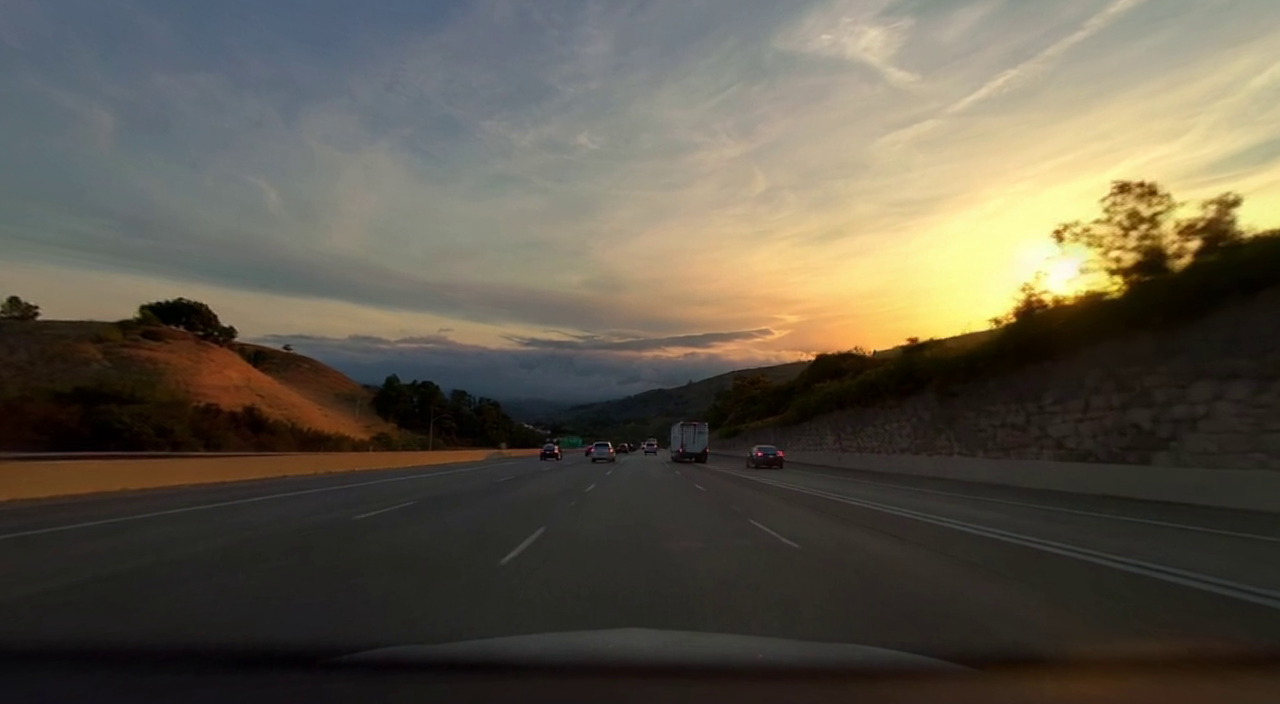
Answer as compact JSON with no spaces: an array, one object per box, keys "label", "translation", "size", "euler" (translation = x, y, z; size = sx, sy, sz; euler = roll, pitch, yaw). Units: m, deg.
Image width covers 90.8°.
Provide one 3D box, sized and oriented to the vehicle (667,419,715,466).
[{"label":"vehicle","translation":[3.621,6.729,46.807],"size":[2.795,3.187,7.205],"euler":[0,-8,-1]}]
